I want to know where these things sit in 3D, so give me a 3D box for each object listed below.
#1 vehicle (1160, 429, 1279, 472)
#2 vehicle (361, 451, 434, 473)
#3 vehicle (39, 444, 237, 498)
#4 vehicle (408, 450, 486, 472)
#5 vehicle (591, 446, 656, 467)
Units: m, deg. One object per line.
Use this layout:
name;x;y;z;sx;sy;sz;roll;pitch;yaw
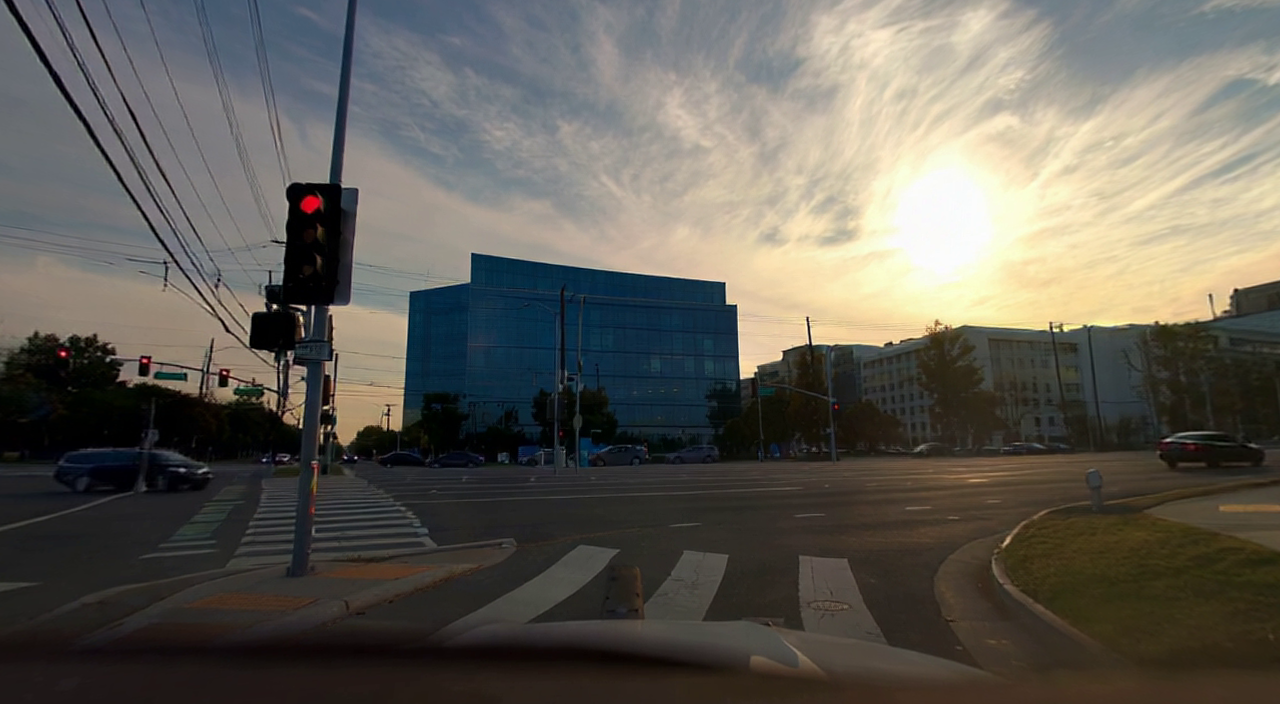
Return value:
vehicle;24.377;4.091;26.410;4.530;1.648;2.075;4;-9;-24
vehicle;-17.298;7.840;45.071;4.623;1.471;1.805;4;-9;-26
vehicle;-14.979;3.503;18.949;4.700;1.479;2.095;-2;-9;14
vehicle;-13.251;7.482;43.410;4.837;1.407;1.818;4;-9;-26
vehicle;-1.159;7.546;45.810;4.391;1.451;1.717;4;-9;-26
